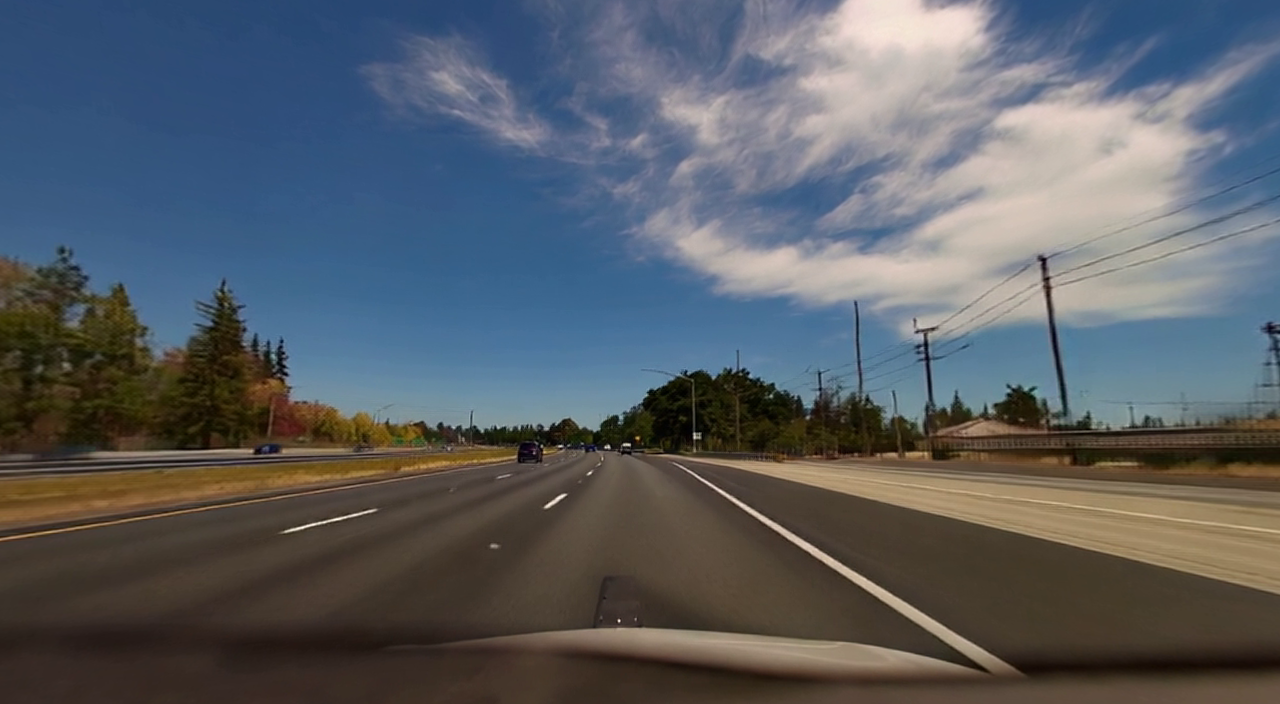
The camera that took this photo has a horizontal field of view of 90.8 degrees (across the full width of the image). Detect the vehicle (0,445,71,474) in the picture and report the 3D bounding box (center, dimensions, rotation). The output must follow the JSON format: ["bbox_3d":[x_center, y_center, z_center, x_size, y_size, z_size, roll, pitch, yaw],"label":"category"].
[{"bbox_3d":[-33.654,5.758,34.048,1.826,1.481,4.520,0,-8,-2],"label":"vehicle"}]
